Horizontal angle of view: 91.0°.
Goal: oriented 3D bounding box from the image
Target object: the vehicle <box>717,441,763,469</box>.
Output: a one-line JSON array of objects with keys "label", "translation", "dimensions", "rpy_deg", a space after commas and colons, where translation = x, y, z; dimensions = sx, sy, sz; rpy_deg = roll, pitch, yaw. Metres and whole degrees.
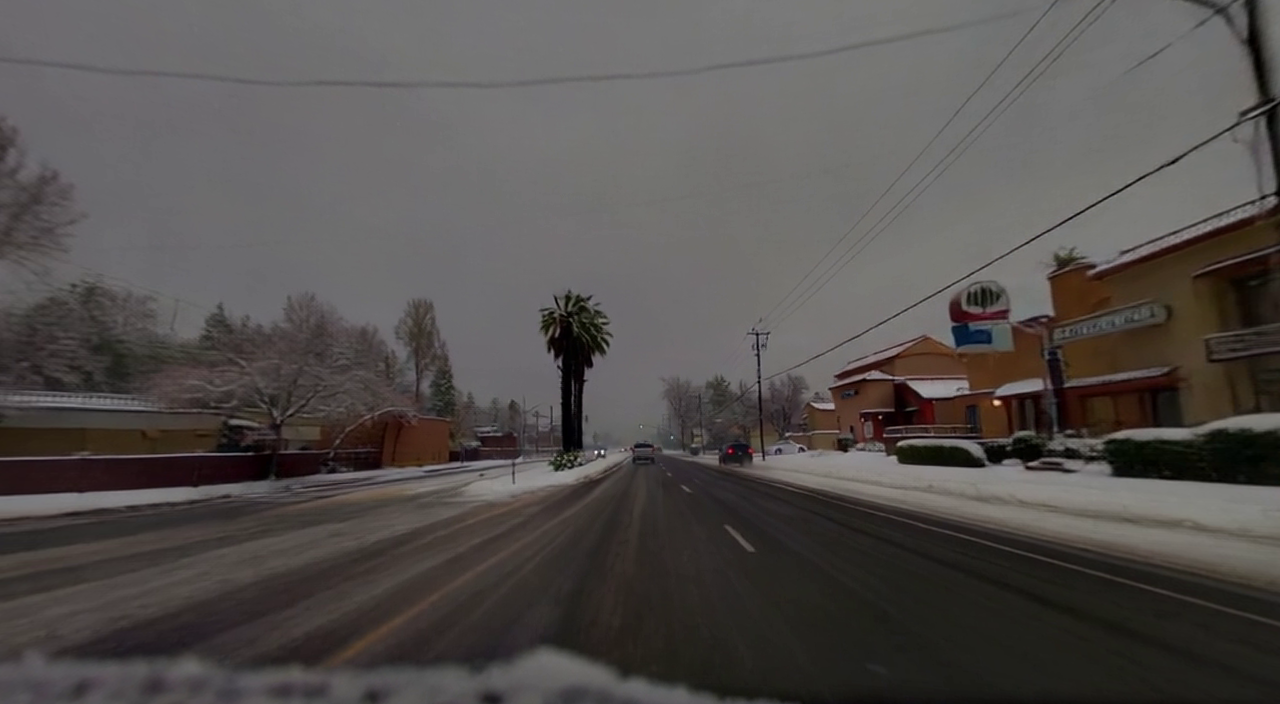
[{"label": "vehicle", "translation": [6.656, 6.904, 42.363], "dimensions": [2.252, 1.718, 4.617], "rpy_deg": [0, -9, 0]}]

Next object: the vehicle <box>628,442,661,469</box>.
[{"label": "vehicle", "translation": [0.282, 6.944, 42.428], "dimensions": [2.138, 1.702, 4.168], "rpy_deg": [0, -9, 0]}]
